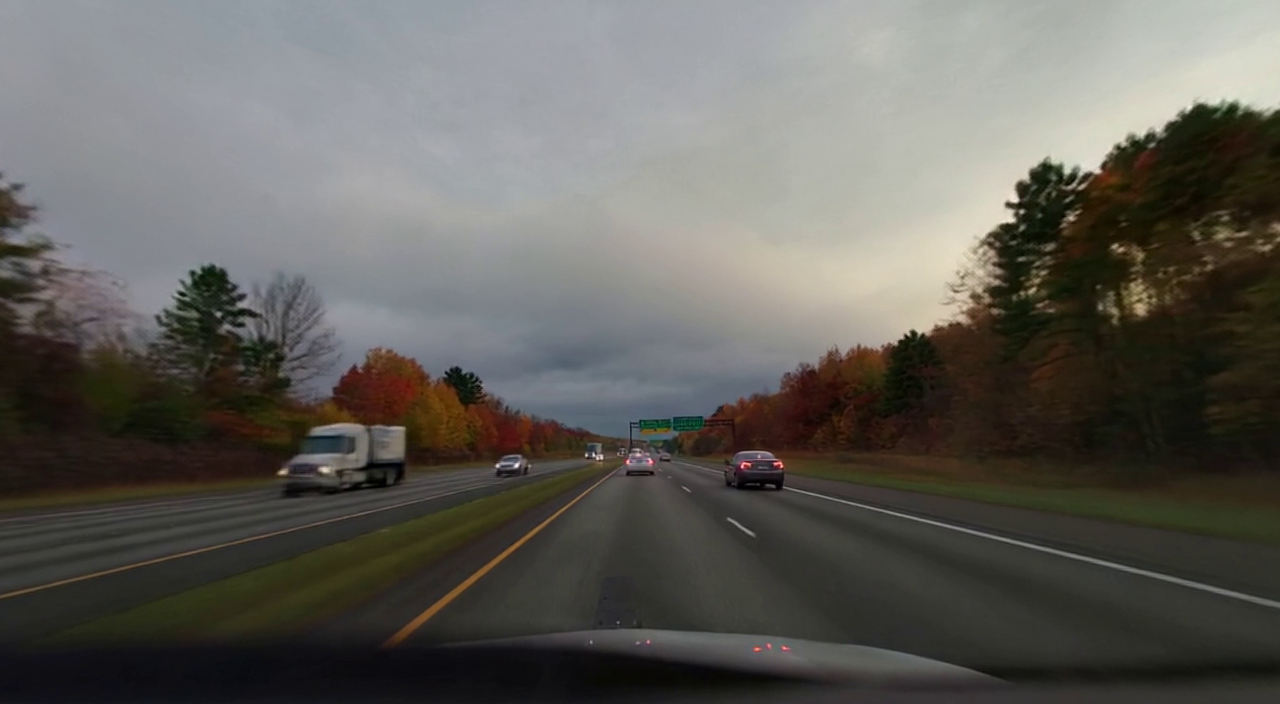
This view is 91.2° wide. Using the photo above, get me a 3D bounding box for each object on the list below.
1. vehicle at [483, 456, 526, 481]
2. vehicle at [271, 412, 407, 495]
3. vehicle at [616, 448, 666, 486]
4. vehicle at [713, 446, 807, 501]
[{"bbox_3d":[-8.911,7.657,41.528,1.839,1.487,4.458,0,-9,1],"label":"vehicle"},{"bbox_3d":[-13.988,4.810,29.965,2.796,3.428,7.049,0,-9,1],"label":"vehicle"},{"bbox_3d":[0.036,5.166,28.421,2.070,1.546,4.648,0,-9,0],"label":"vehicle"},{"bbox_3d":[3.702,3.821,20.167,2.119,1.557,4.163,0,-9,-1],"label":"vehicle"}]
